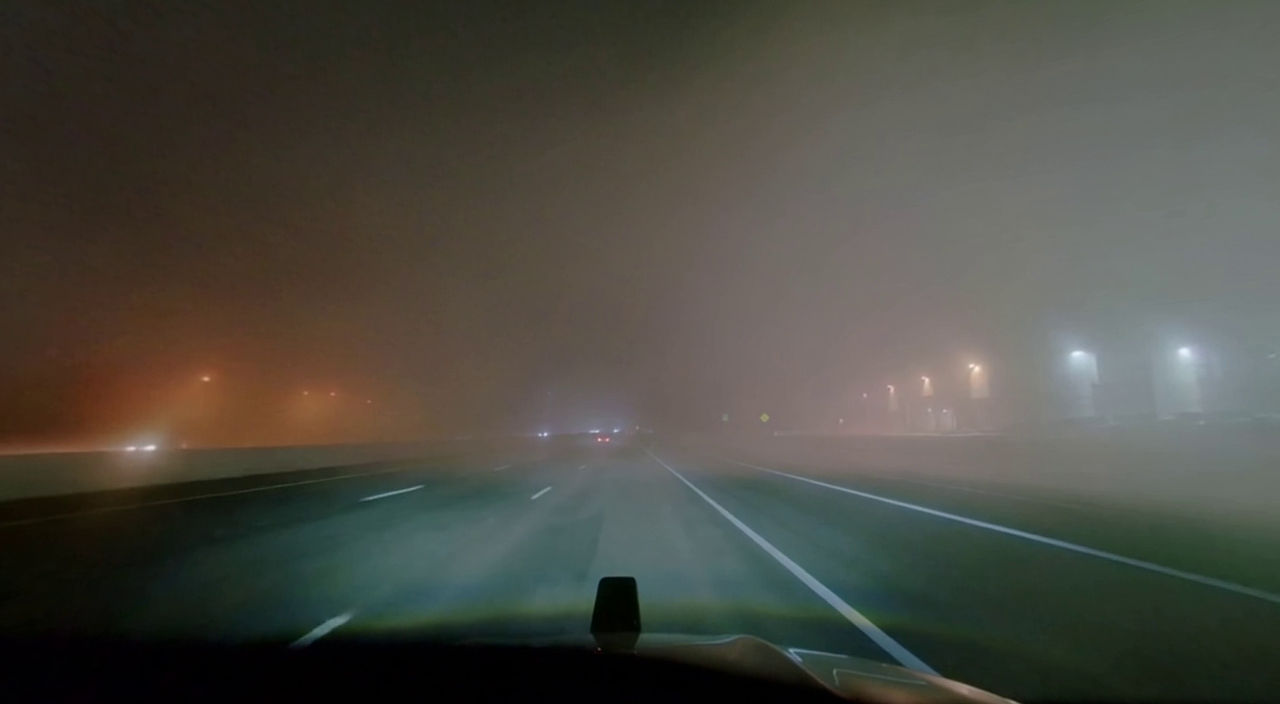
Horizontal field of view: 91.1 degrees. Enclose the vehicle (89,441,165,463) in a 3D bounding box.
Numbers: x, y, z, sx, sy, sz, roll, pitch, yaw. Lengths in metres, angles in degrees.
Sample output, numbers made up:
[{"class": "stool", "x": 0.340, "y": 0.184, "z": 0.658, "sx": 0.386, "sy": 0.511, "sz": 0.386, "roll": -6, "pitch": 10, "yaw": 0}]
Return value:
[{"class": "vehicle", "x": -38.256, "y": 7.446, "z": 47.051, "sx": 1.864, "sy": 1.468, "sz": 4.540, "roll": 0, "pitch": -8, "yaw": 0}]
